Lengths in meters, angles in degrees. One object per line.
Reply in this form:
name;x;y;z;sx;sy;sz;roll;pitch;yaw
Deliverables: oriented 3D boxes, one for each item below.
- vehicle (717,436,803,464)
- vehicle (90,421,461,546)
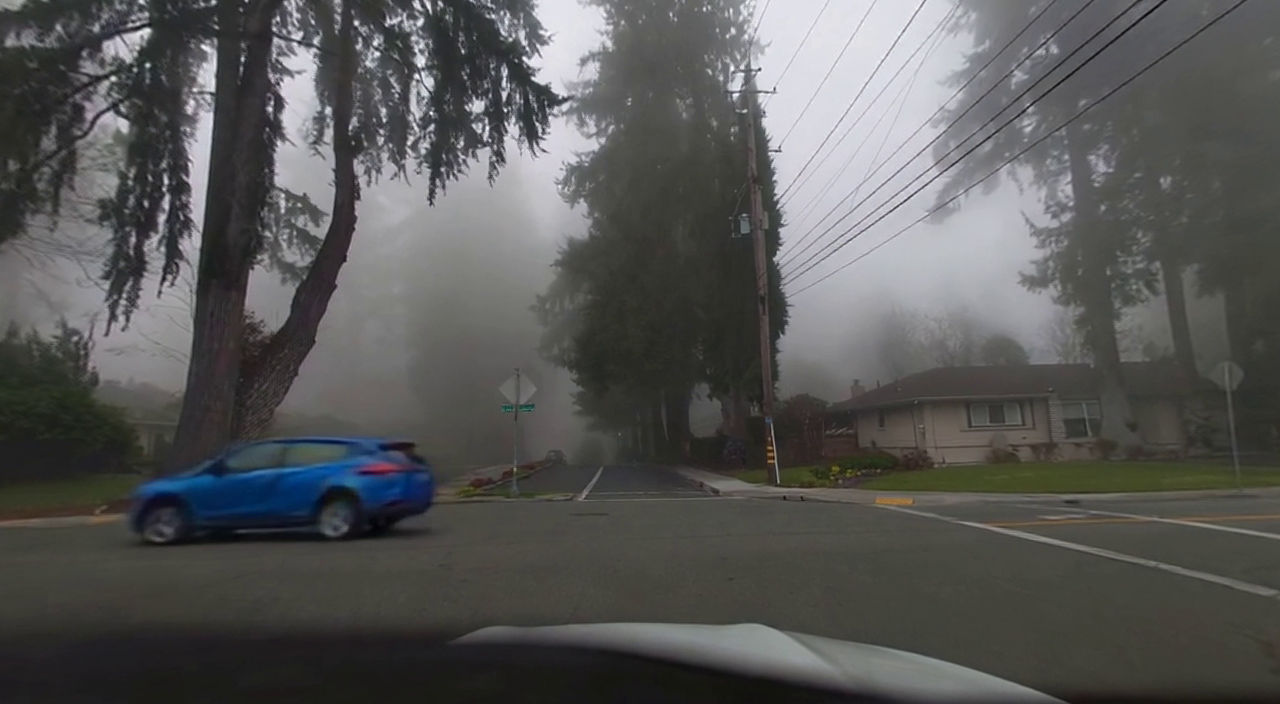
vehicle;7.344;5.997;38.865;4.784;1.647;1.947;1;-8;-5
vehicle;-5.741;2.122;10.607;4.809;1.834;2.181;0;-8;-2
